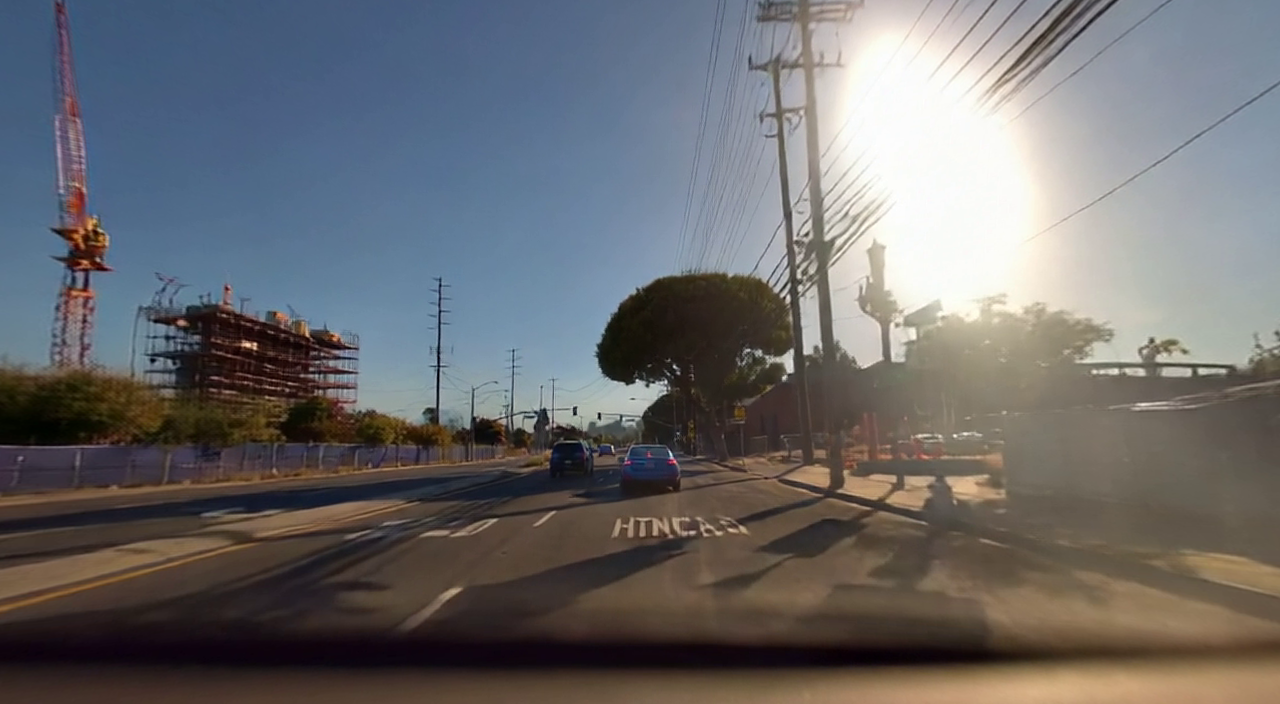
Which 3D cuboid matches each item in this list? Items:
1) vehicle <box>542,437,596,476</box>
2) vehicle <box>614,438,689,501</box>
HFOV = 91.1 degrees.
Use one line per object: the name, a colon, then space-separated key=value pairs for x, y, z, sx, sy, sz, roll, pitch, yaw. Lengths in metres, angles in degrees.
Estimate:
vehicle: x=-3.472 y=5.191 z=31.443 sx=2.078 sy=1.804 sz=4.387 roll=-1 pitch=-8 yaw=1
vehicle: x=0.314 y=3.542 z=19.358 sx=2.059 sy=1.691 sz=3.980 roll=0 pitch=-8 yaw=0
